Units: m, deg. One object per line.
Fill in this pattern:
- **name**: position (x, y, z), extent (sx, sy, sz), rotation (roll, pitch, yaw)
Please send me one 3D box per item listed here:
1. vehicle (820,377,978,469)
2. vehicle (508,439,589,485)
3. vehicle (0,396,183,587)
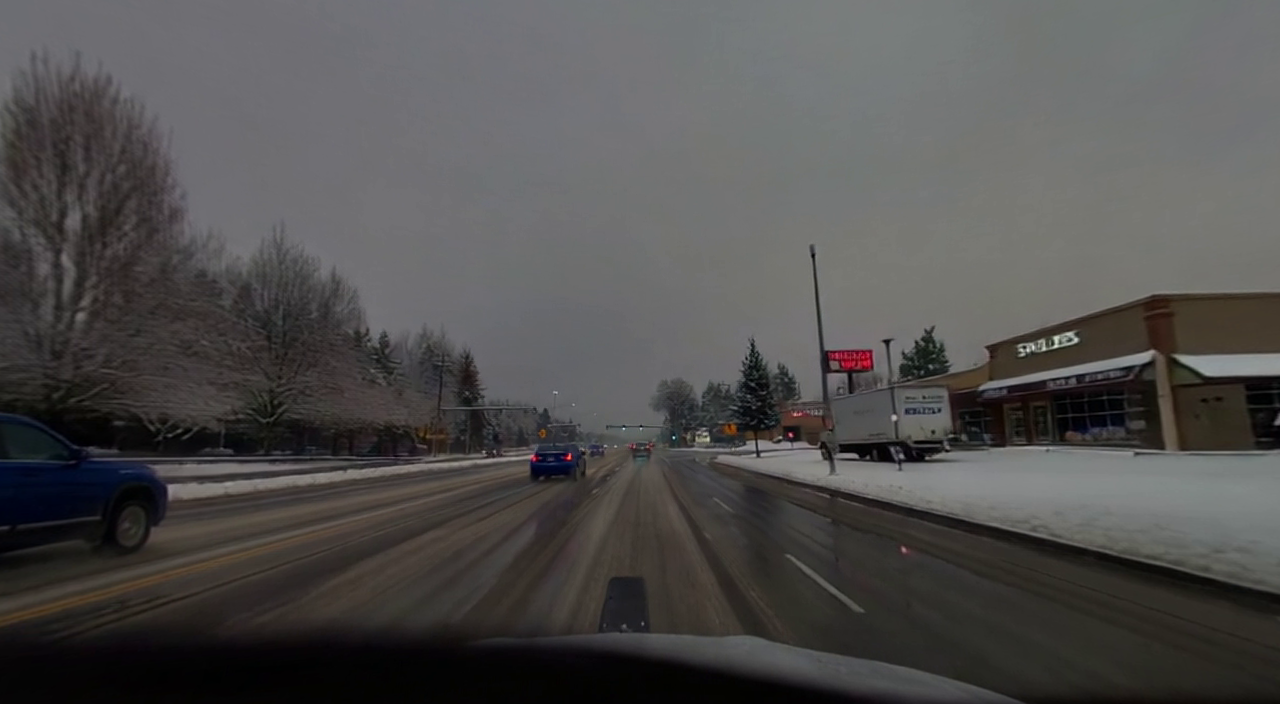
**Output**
- **vehicle**: position (12.100, 3.692, 31.127), extent (2.995, 3.704, 10.928), rotation (0, -9, -1)
- **vehicle**: position (-3.193, 3.955, 22.981), extent (2.152, 1.479, 4.394), rotation (0, -9, 1)
- **vehicle**: position (-6.865, 1.266, 5.700), extent (2.043, 1.726, 4.472), rotation (0, -9, 0)
